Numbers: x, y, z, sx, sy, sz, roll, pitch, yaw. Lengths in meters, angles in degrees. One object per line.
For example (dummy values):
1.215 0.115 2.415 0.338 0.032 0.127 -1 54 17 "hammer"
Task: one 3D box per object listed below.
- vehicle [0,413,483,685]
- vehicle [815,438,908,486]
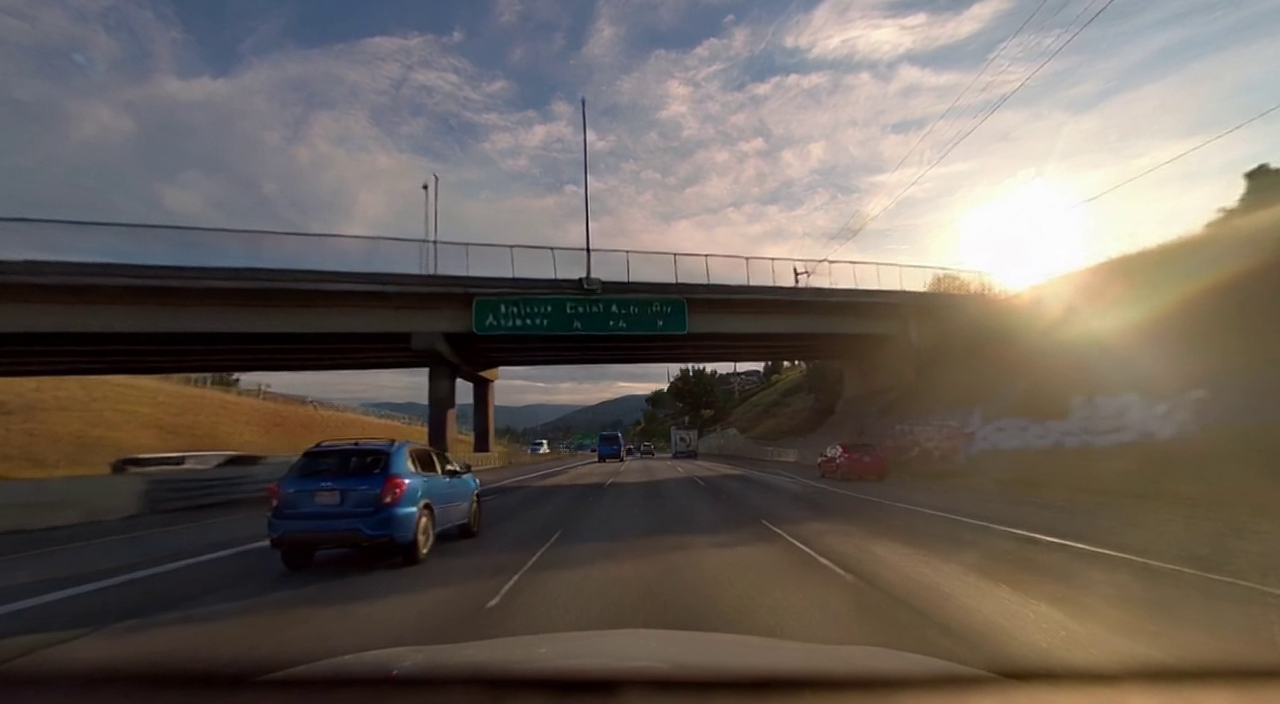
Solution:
-3.111 1.452 5.881 2.029 1.472 4.721 0 -9 1 "vehicle"
8.297 4.159 24.054 1.936 1.664 4.198 0 -9 -1 "vehicle"
